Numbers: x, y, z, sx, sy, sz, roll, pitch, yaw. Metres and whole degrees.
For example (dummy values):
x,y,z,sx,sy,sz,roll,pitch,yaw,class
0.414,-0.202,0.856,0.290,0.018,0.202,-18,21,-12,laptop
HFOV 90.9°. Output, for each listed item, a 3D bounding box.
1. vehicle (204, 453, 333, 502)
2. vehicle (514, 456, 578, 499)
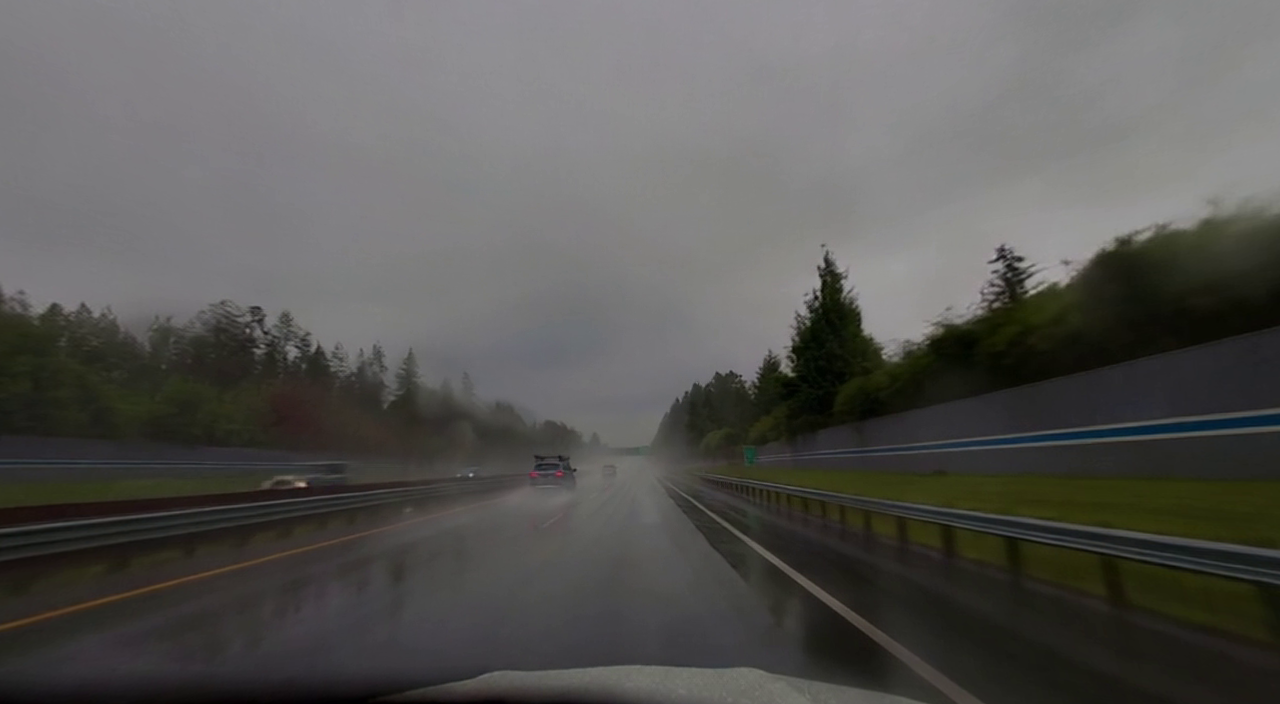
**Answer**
x,y,z,sx,sy,sz,roll,pitch,yaw,class
-12.745,4.342,21.964,1.862,1.501,4.229,1,-10,0,vehicle
-3.945,5.383,27.246,2.022,1.650,4.331,0,-10,1,vehicle
